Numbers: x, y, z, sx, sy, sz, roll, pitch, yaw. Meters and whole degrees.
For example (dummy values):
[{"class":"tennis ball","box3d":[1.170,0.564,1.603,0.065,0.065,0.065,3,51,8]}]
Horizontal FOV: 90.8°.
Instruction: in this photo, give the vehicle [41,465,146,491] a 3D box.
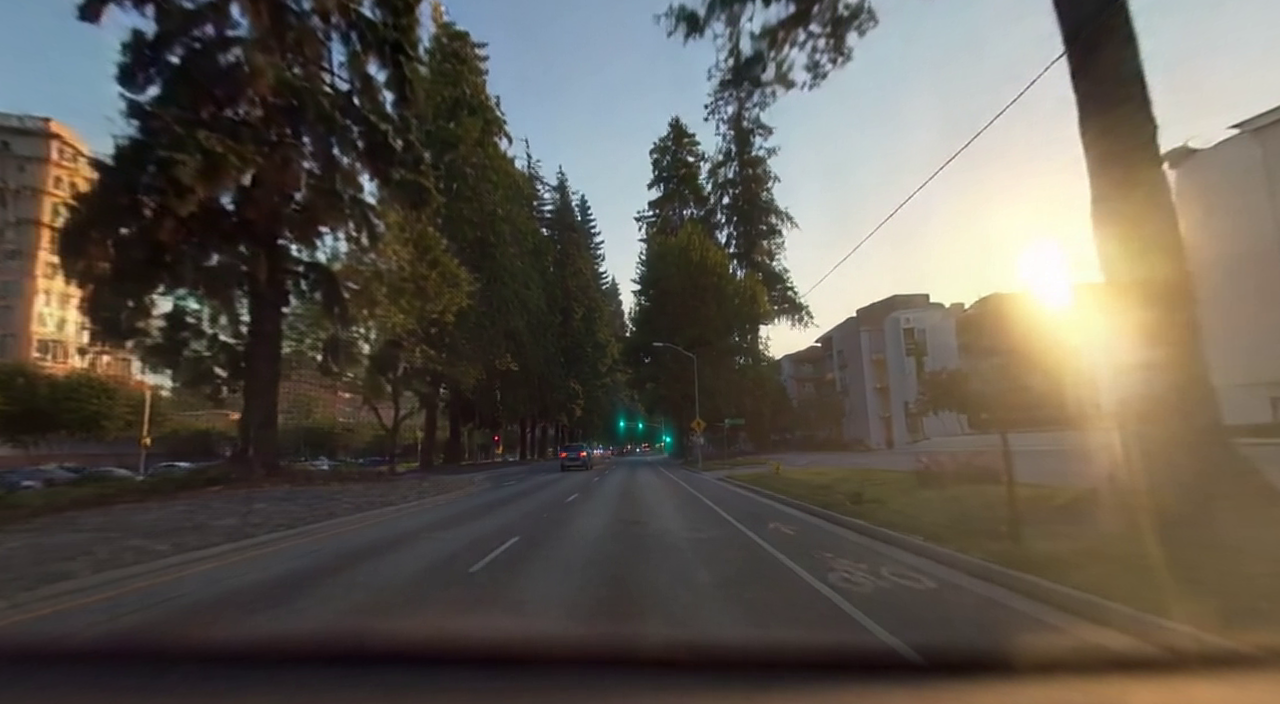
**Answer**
[{"class":"vehicle","box3d":[-37.448,8.602,43.369,5.138,1.622,2.121,0,-9,-2]}]

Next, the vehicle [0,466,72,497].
[{"class":"vehicle","box3d":[-37.265,7.876,38.222,3.934,1.544,1.826,-4,-9,-4]}]

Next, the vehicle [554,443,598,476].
[{"class":"vehicle","box3d":[-3.487,5.963,35.326,1.959,1.741,4.141,0,-8,1]}]
